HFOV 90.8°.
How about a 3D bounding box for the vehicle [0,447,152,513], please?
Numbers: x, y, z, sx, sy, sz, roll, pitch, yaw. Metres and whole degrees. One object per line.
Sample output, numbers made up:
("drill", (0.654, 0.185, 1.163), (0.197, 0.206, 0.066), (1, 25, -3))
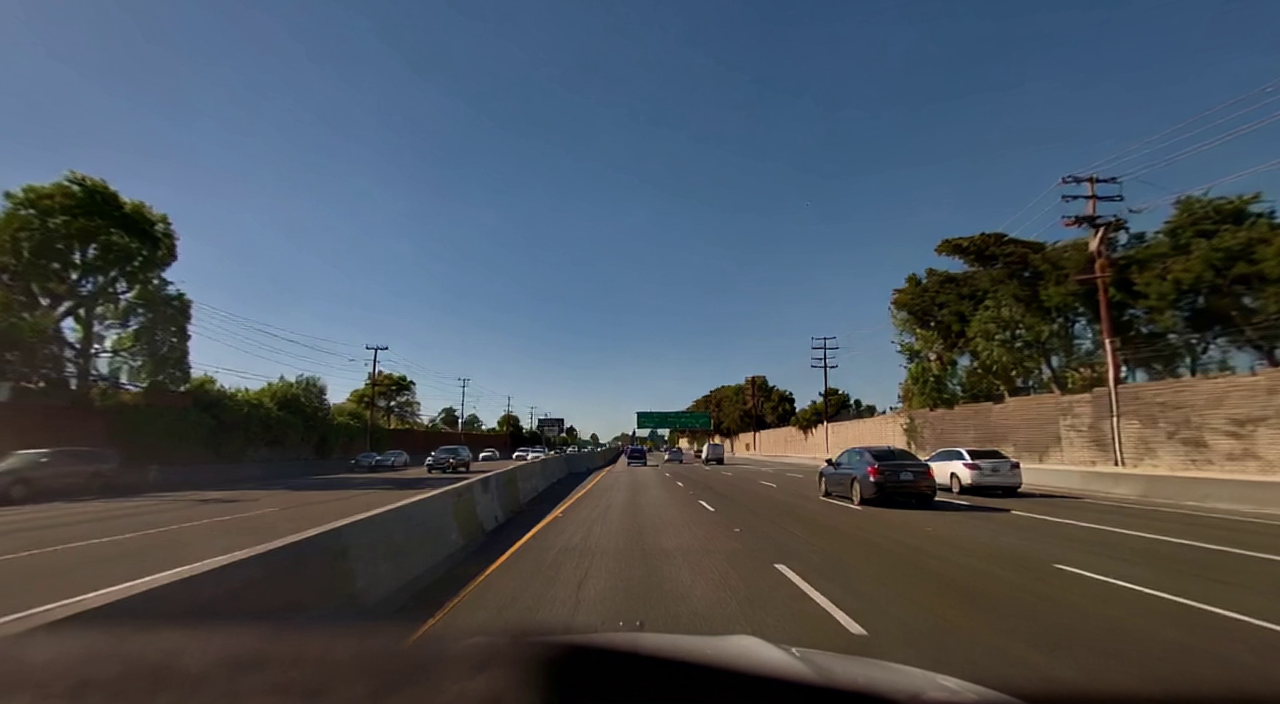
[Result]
("vehicle", (-17.658, 3.712, 18.993), (2.059, 1.699, 4.812), (0, -9, 1))

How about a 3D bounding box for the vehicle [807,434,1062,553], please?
("vehicle", (4.442, 2.187, 10.569), (2.069, 1.520, 4.614), (0, -8, 0))

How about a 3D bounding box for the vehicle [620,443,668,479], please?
("vehicle", (0.103, 4.842, 28.366), (1.993, 1.506, 3.883), (0, -8, -2))

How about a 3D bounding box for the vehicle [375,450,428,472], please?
("vehicle", (-17.205, 7.865, 45.824), (2.010, 1.490, 4.503), (0, -9, 1))

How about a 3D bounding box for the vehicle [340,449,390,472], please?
("vehicle", (-21.214, 8.367, 48.944), (1.916, 1.632, 4.245), (0, -9, 1))

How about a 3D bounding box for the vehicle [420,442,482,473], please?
("vehicle", (-10.799, 6.055, 36.472), (2.042, 1.697, 4.552), (0, -8, 1))

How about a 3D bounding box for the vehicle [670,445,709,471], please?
("vehicle", (2.947, 6.423, 38.449), (1.981, 1.480, 4.316), (0, -8, -1))
